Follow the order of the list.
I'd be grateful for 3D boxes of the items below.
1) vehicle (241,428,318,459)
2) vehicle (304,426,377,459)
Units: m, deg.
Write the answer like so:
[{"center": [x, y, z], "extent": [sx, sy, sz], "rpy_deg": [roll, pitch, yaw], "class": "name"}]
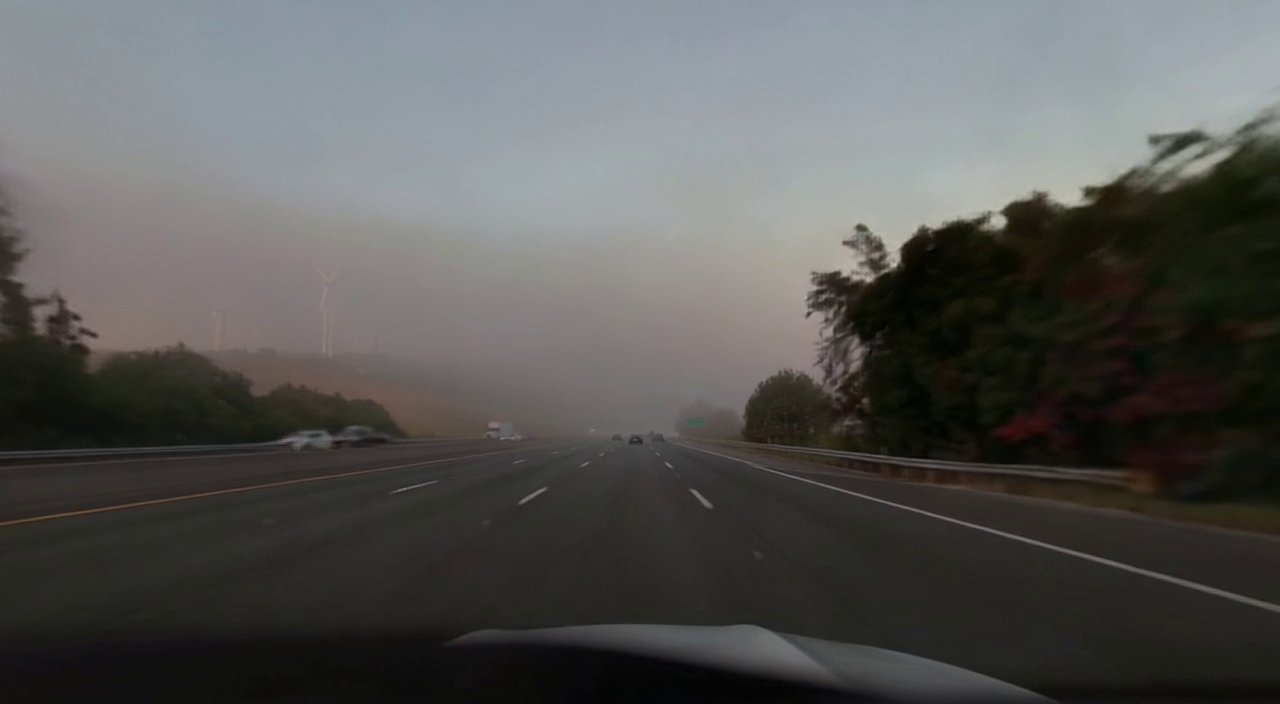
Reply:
[{"center": [-24.054, 6.115, 42.315], "extent": [2.073, 1.974, 5.139], "rpy_deg": [0, -8, 1], "class": "vehicle"}, {"center": [-19.646, 5.951, 41.655], "extent": [2.086, 1.974, 5.436], "rpy_deg": [0, -8, 0], "class": "vehicle"}]
